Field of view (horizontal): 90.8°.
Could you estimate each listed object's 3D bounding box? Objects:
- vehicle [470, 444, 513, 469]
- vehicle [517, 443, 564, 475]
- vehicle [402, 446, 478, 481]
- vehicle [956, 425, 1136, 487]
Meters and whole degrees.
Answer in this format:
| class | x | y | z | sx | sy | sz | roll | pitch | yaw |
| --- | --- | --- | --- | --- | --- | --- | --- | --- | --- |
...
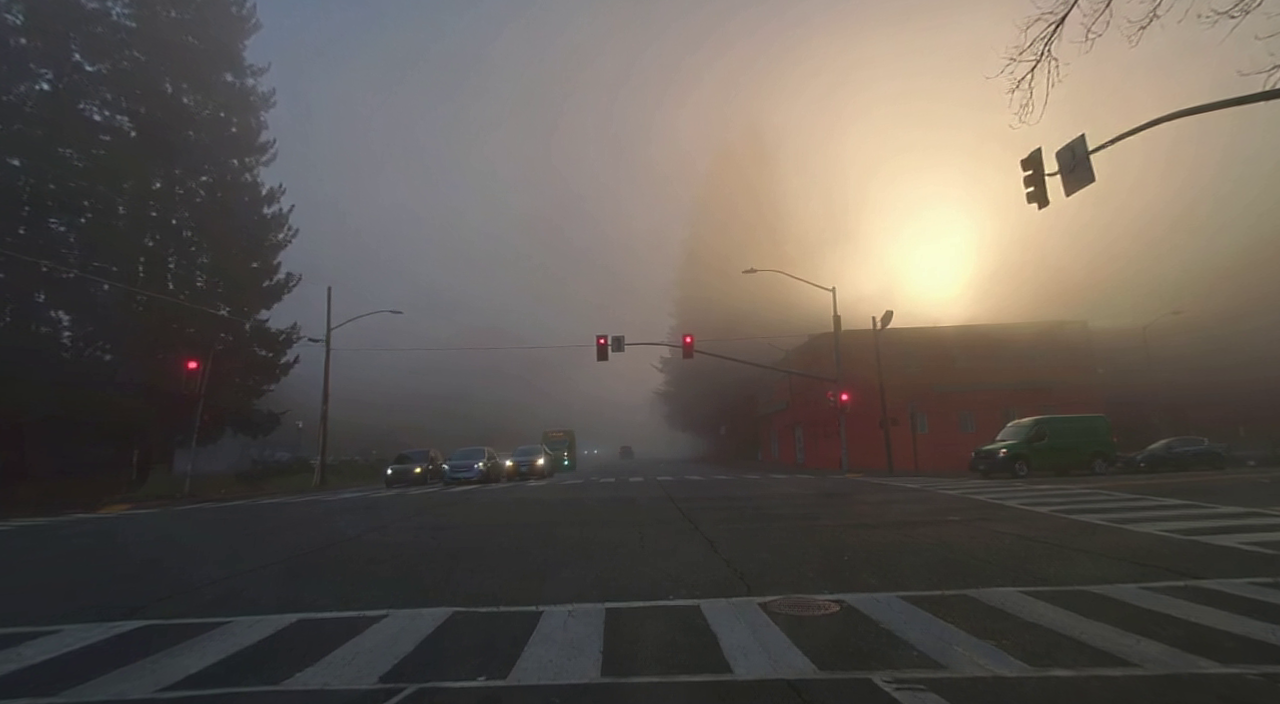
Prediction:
| class | x | y | z | sx | sy | sz | roll | pitch | yaw |
| --- | --- | --- | --- | --- | --- | --- | --- | --- | --- |
| vehicle | -9.014 | 6.373 | 38.767 | 1.779 | 1.460 | 4.463 | 0 | -9 | -3 |
| vehicle | -4.792 | 5.190 | 30.923 | 1.846 | 1.416 | 4.228 | 0 | -9 | -4 |
| vehicle | -9.003 | 5.032 | 28.873 | 2.024 | 1.460 | 4.381 | 0 | -9 | 0 |
| vehicle | 14.856 | 3.753 | 23.135 | 5.910 | 2.046 | 2.228 | 3 | -9 | -19 |
